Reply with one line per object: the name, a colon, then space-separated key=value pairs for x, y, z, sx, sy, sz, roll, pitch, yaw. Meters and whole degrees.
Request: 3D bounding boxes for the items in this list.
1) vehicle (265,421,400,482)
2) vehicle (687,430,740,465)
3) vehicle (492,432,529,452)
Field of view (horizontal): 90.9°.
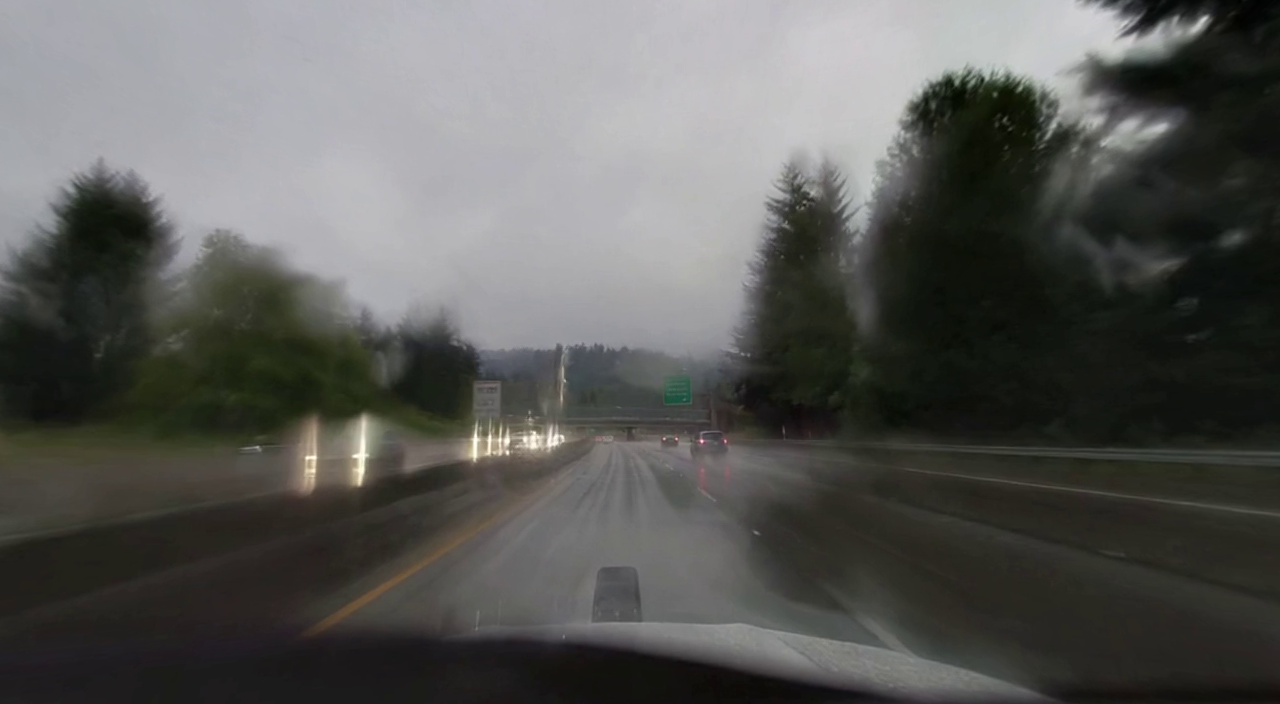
vehicle: x=-8.902 y=2.891 z=18.738 sx=1.912 sy=1.586 sz=4.228 roll=0 pitch=-8 yaw=-1
vehicle: x=3.497 y=4.592 z=30.672 sx=1.938 sy=1.578 sz=3.764 roll=0 pitch=-8 yaw=-3
vehicle: x=-9.854 y=6.909 z=48.342 sx=1.987 sy=1.445 sz=4.485 roll=0 pitch=-8 yaw=-2
